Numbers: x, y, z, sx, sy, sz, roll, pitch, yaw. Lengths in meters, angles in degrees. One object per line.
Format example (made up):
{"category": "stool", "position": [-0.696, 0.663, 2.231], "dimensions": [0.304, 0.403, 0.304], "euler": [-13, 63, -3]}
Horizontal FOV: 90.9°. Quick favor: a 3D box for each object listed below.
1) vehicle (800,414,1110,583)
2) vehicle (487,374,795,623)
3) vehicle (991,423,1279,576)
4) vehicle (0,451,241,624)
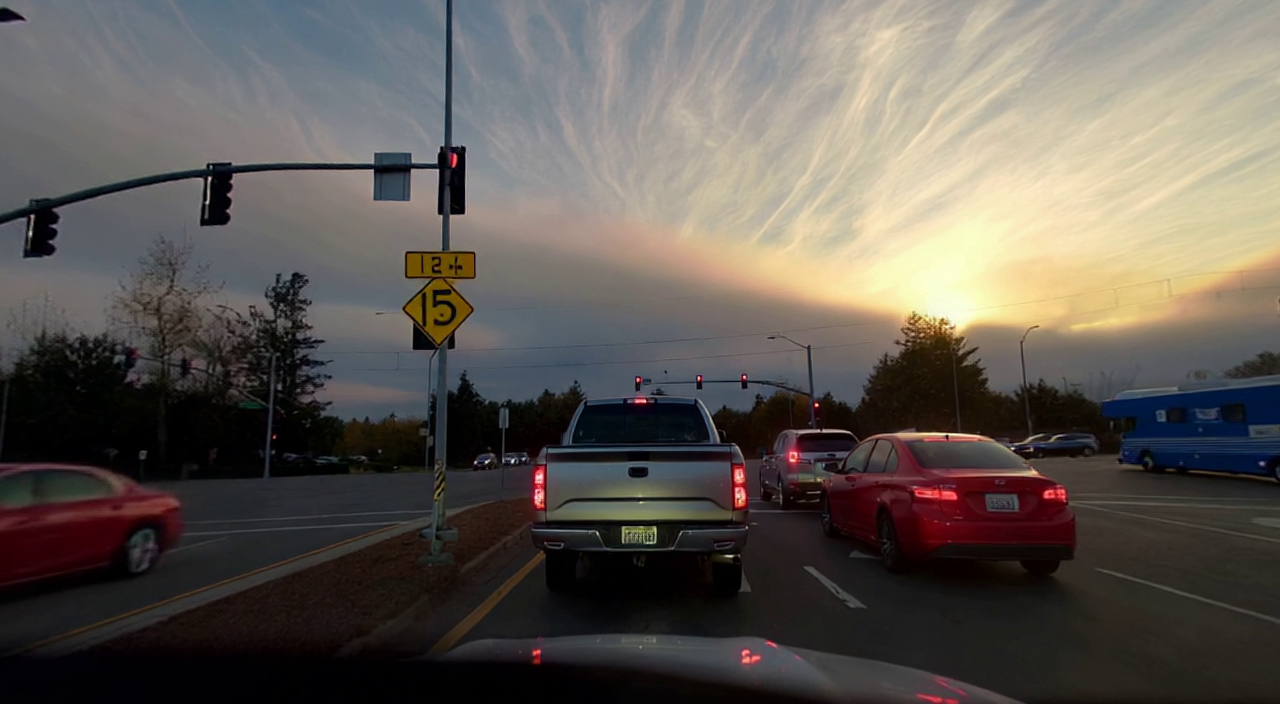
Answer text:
{"category": "vehicle", "position": [3.572, 1.716, 8.181], "dimensions": [1.981, 1.616, 4.006], "euler": [0, -8, 1]}
{"category": "vehicle", "position": [0.044, 1.472, 7.343], "dimensions": [2.326, 1.880, 4.964], "euler": [0, -8, 1]}
{"category": "vehicle", "position": [6.837, 1.739, 8.284], "dimensions": [1.973, 1.470, 4.228], "euler": [0, -8, -1]}
{"category": "vehicle", "position": [-7.334, 1.960, 7.132], "dimensions": [2.410, 1.596, 4.931], "euler": [0, -8, 0]}
